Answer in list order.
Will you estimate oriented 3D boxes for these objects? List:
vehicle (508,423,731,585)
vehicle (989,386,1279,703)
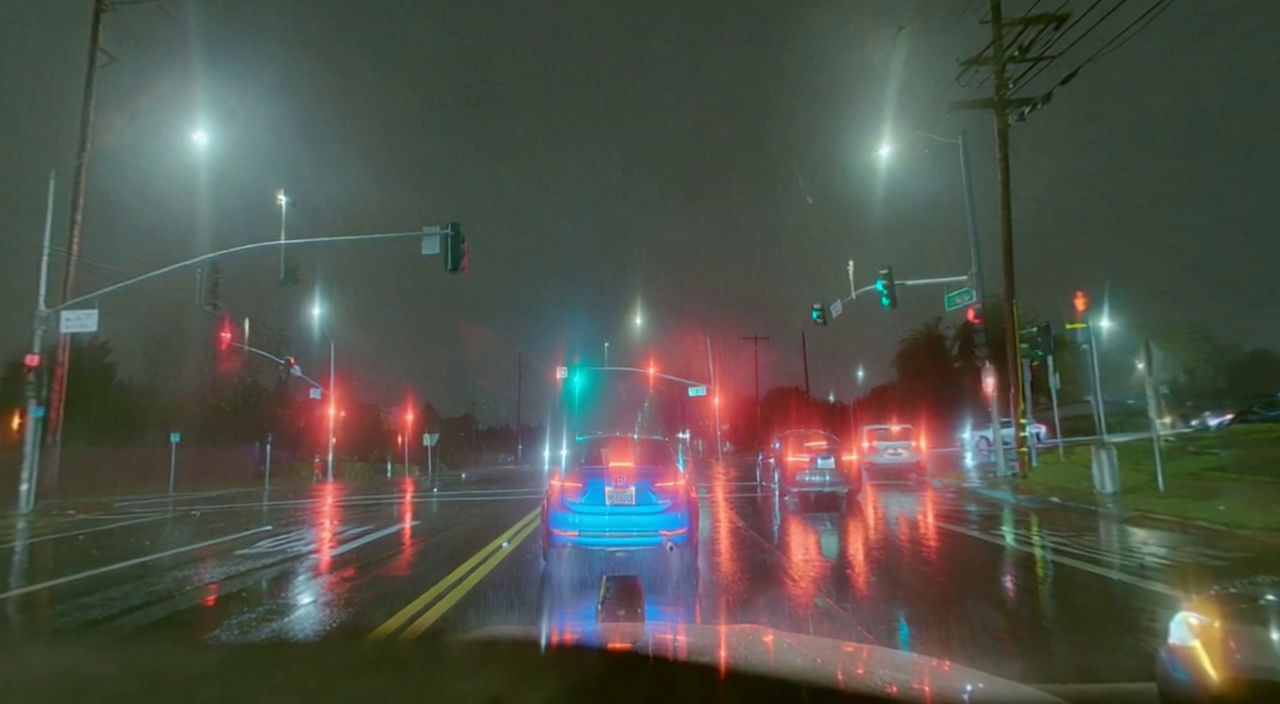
[{"bbox_3d":[-0.224,1.730,8.032,2.061,1.485,4.196,0,-8,-1],"label":"vehicle"},{"bbox_3d":[2.928,0.822,1.702,1.860,1.494,3.707,0,-8,1],"label":"vehicle"}]
